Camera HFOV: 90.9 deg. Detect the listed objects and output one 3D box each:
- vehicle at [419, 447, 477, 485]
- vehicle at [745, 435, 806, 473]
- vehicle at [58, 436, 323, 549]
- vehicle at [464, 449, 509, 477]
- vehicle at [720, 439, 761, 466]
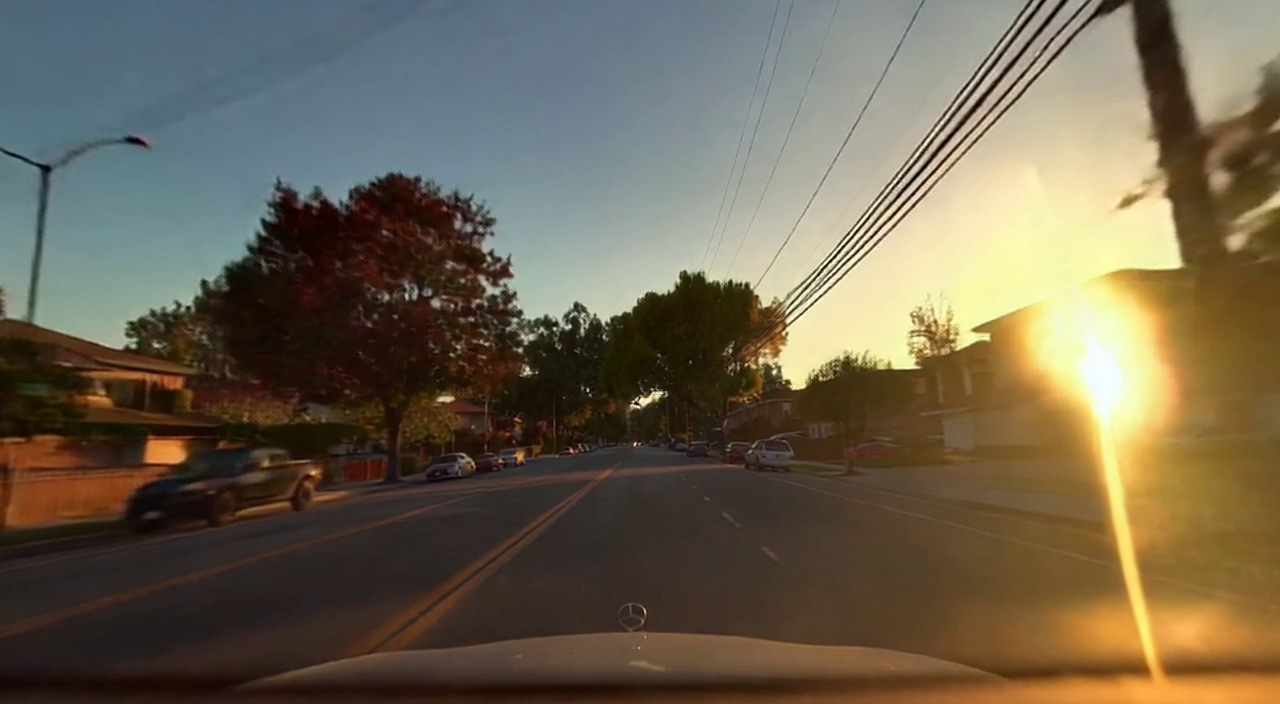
[{"bbox_3d":[-10.135,5.993,33.509,1.974,1.696,4.336,-3,-8,-4],"label":"vehicle"},{"bbox_3d":[7.062,5.405,33.496,2.128,1.823,4.834,-1,-8,0],"label":"vehicle"},{"bbox_3d":[-10.379,3.179,15.396,2.419,2.001,5.566,-3,-7,0],"label":"vehicle"},{"bbox_3d":[-10.197,7.346,42.115,1.932,1.472,4.516,-4,-7,-2],"label":"vehicle"},{"bbox_3d":[7.103,7.170,45.142,2.194,1.741,4.800,-1,-9,1],"label":"vehicle"}]
